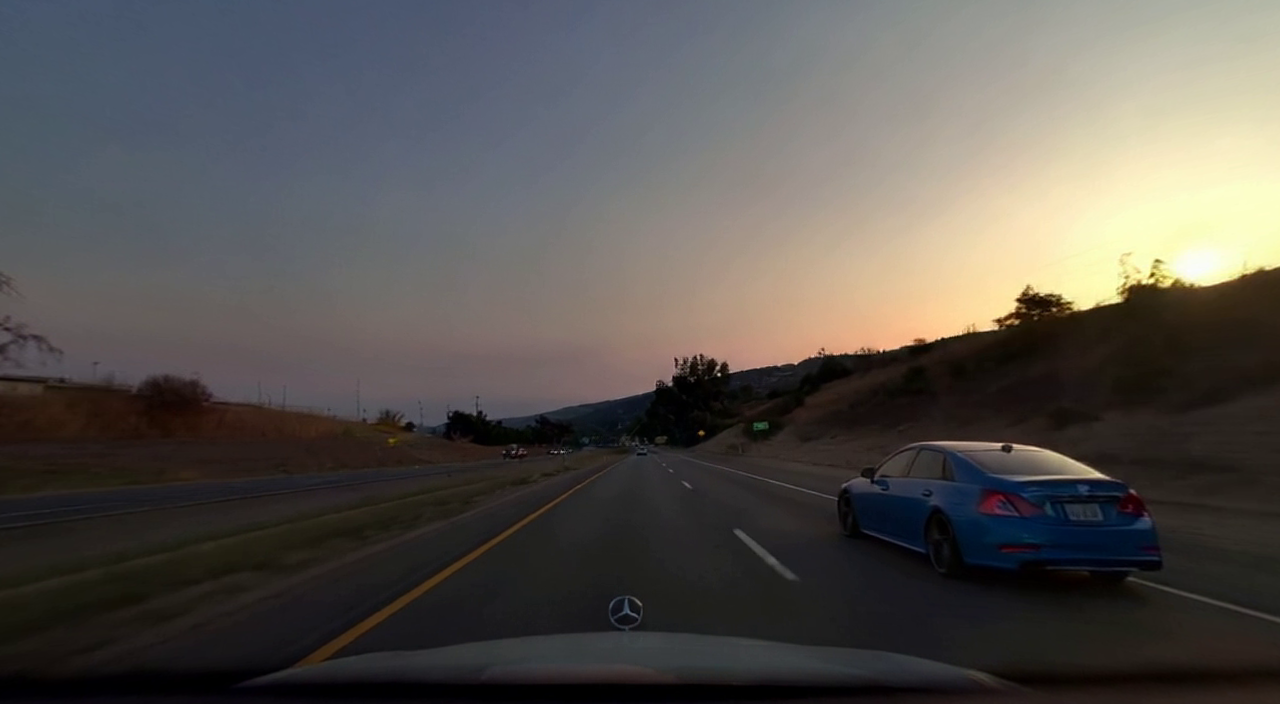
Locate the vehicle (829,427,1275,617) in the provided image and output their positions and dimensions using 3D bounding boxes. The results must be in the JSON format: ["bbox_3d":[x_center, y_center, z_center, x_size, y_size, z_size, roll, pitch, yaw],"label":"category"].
[{"bbox_3d":[4.028,1.724,7.512,2.053,1.490,4.799,0,-8,0],"label":"vehicle"}]
